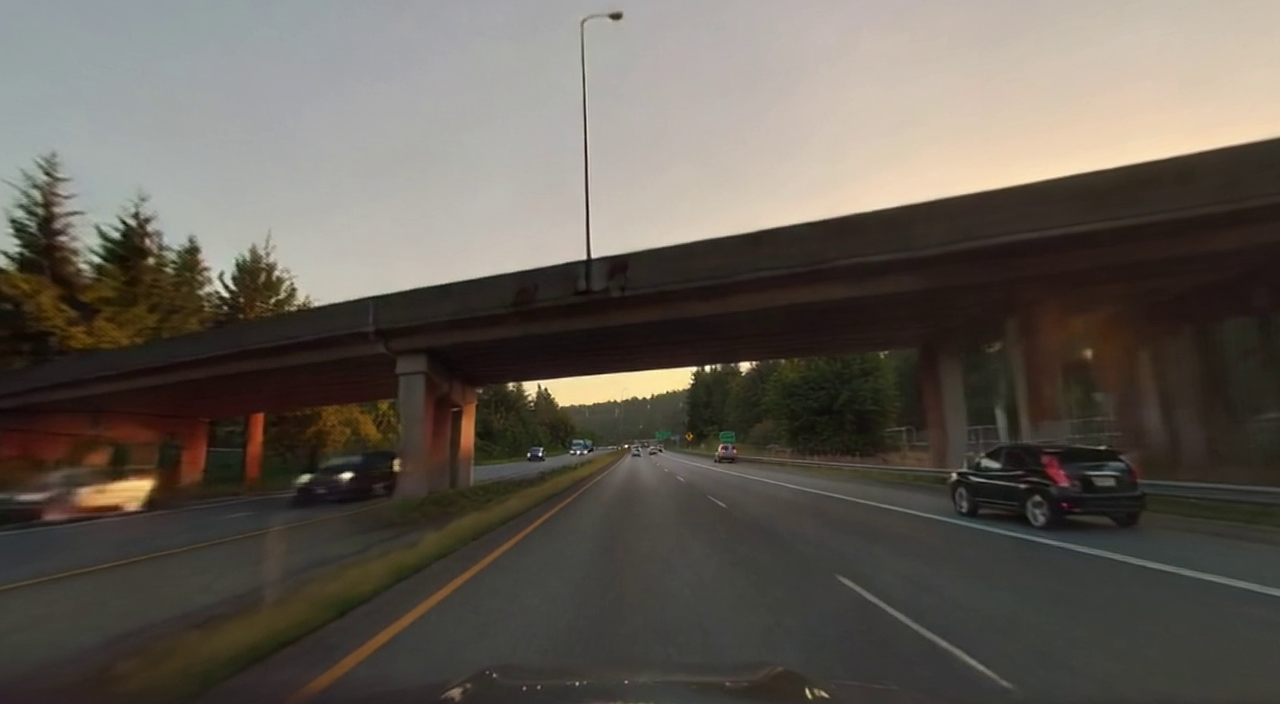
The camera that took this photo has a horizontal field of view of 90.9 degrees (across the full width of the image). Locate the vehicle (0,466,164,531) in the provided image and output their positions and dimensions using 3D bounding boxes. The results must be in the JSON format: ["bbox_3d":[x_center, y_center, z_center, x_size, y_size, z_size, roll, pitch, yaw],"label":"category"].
[{"bbox_3d":[-16.282,4.058,17.976,1.850,1.488,4.530,0,-9,-1],"label":"vehicle"}]

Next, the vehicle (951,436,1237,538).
[{"bbox_3d":[7.725,2.329,11.414,1.987,1.473,4.244,0,-9,0],"label":"vehicle"}]

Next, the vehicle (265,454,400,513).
[{"bbox_3d":[-8.452,3.619,17.744,1.901,1.453,3.747,0,-9,-1],"label":"vehicle"}]
